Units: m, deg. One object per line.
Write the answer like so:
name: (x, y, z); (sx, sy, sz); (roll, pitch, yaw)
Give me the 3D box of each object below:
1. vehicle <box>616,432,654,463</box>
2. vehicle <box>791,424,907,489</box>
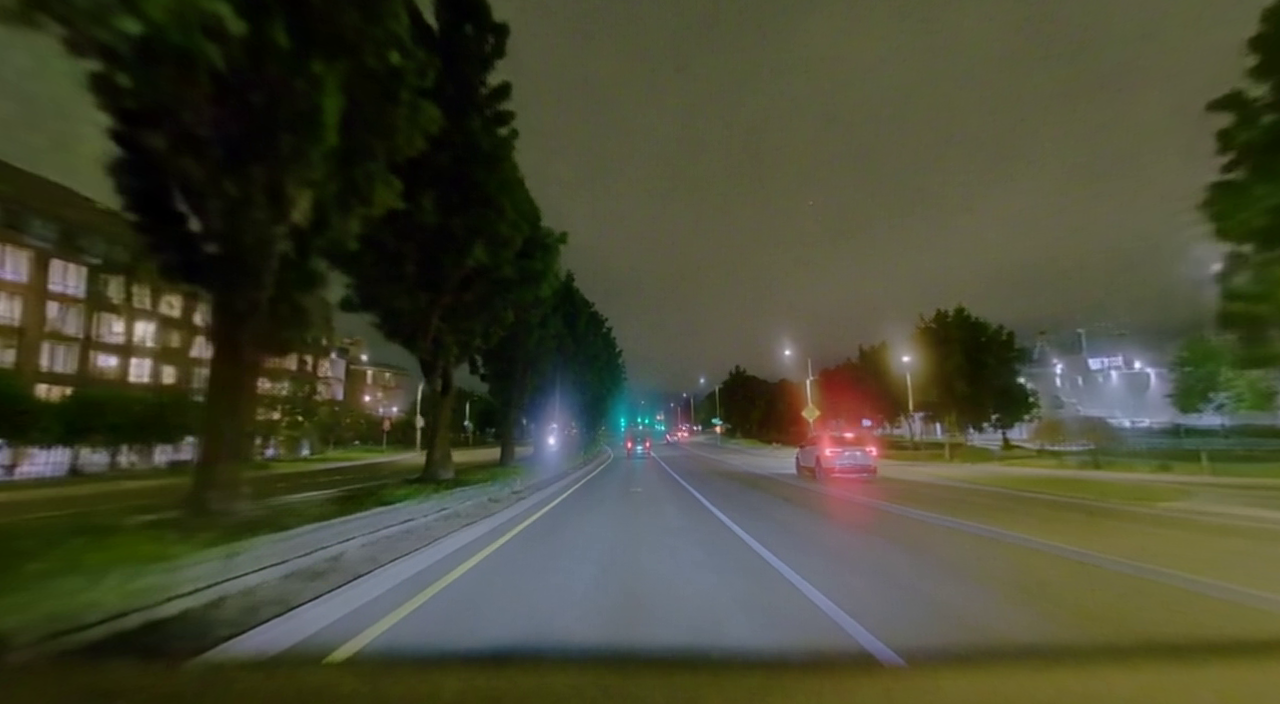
vehicle: (-0.307, 5.826, 38.641); (2.193, 1.794, 4.457); (0, -8, 0)
vehicle: (6.434, 3.280, 20.116); (2.026, 1.804, 4.565); (0, -8, -1)
